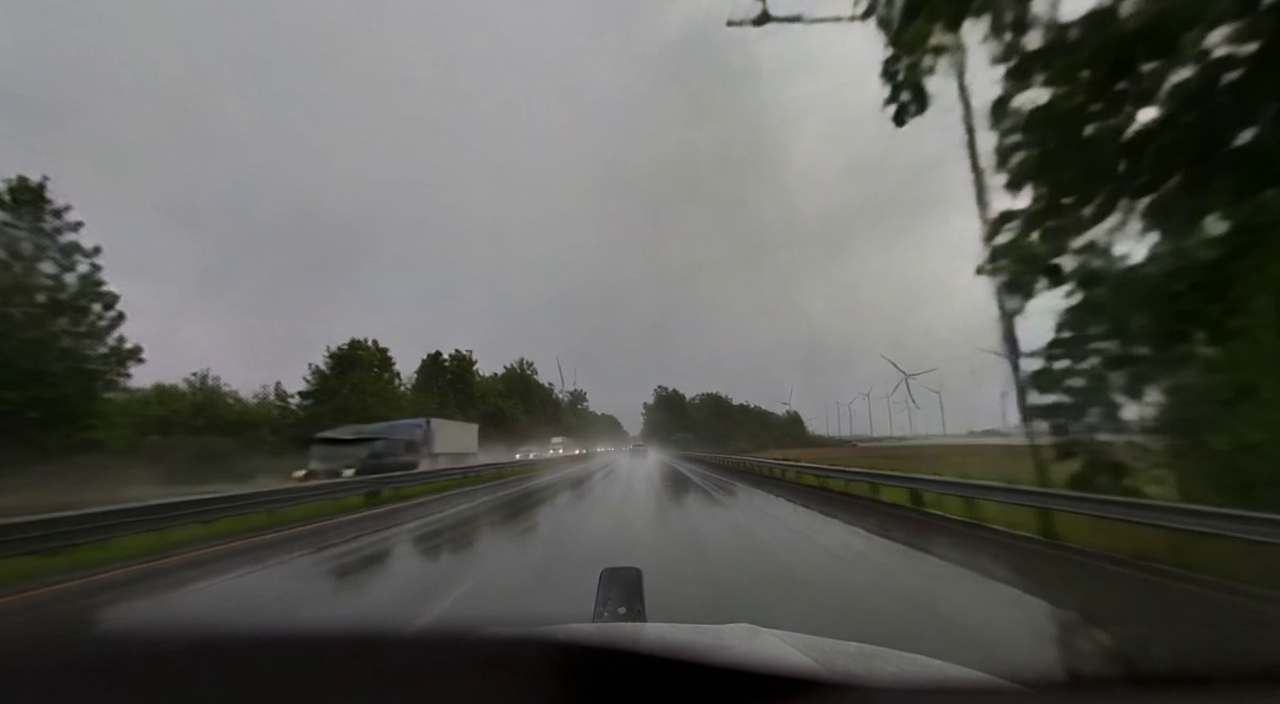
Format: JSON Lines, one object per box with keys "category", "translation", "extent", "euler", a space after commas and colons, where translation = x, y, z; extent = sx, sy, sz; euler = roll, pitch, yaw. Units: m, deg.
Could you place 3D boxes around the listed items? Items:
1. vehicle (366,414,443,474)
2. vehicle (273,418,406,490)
{"category": "vehicle", "translation": [-16.505, 6.556, 44.716], "extent": [3.031, 3.931, 6.017], "euler": [0, -9, 0]}
{"category": "vehicle", "translation": [-12.745, 4.433, 27.499], "extent": [2.231, 2.700, 6.933], "euler": [-1, -9, 1]}
